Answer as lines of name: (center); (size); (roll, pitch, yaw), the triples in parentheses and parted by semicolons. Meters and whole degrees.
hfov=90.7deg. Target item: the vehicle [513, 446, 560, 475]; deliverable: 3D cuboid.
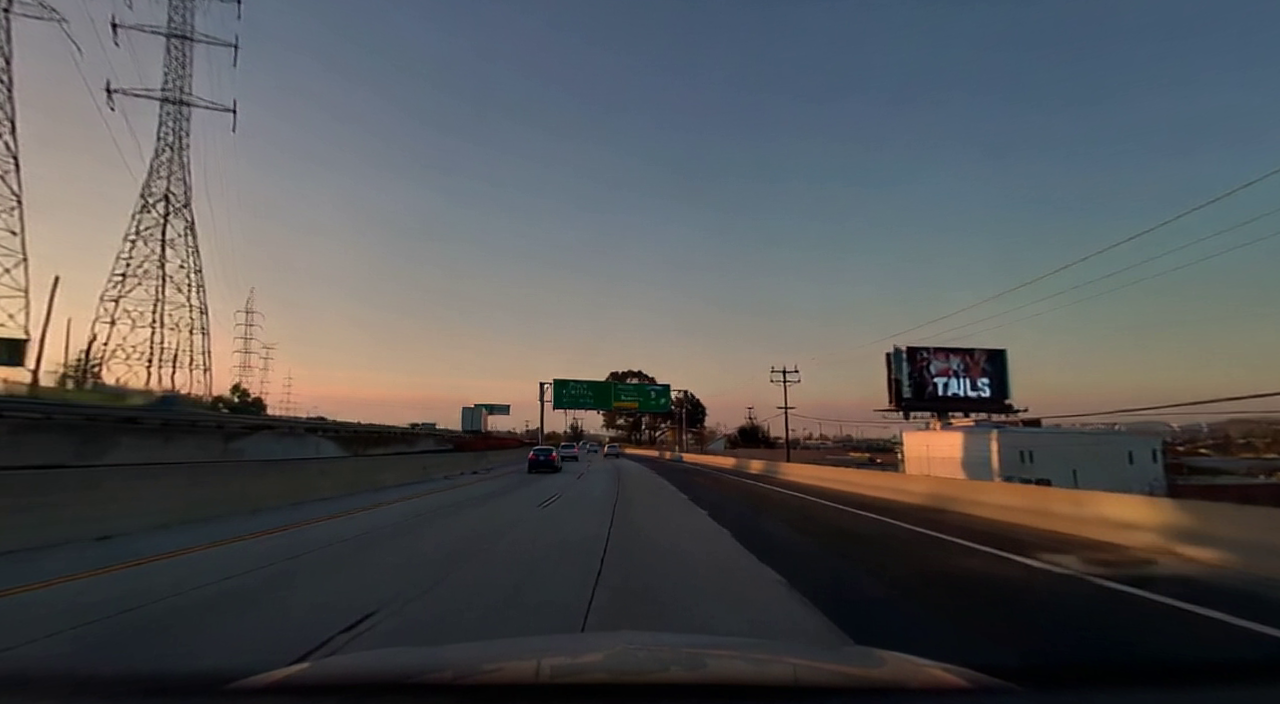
vehicle: (-5.438, 5.740, 33.622); (1.921, 1.420, 4.078); (0, -9, -2)
